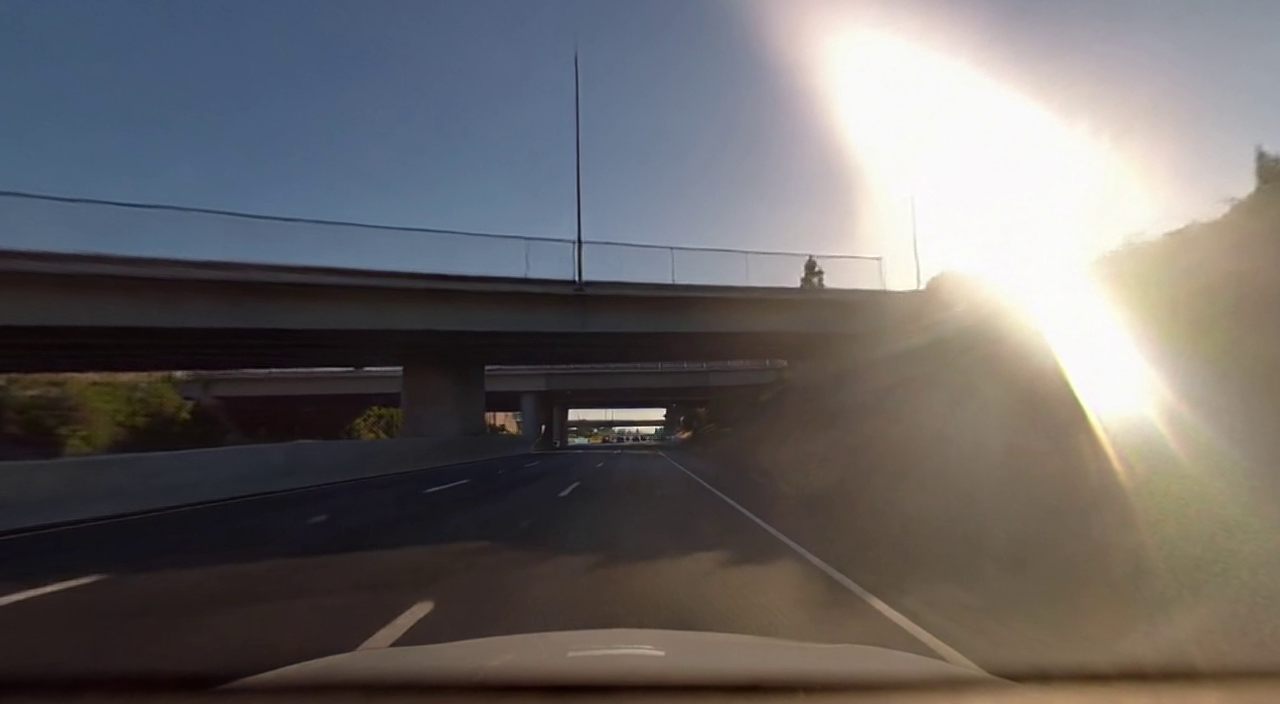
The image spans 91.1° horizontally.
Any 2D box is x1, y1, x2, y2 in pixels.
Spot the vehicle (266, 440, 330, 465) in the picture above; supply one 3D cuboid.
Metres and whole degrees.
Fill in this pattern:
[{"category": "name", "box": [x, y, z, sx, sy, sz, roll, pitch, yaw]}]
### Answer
[{"category": "vehicle", "box": [-22.349, 6.569, 41.235, 1.884, 1.521, 4.211, 0, -8, -1]}]
